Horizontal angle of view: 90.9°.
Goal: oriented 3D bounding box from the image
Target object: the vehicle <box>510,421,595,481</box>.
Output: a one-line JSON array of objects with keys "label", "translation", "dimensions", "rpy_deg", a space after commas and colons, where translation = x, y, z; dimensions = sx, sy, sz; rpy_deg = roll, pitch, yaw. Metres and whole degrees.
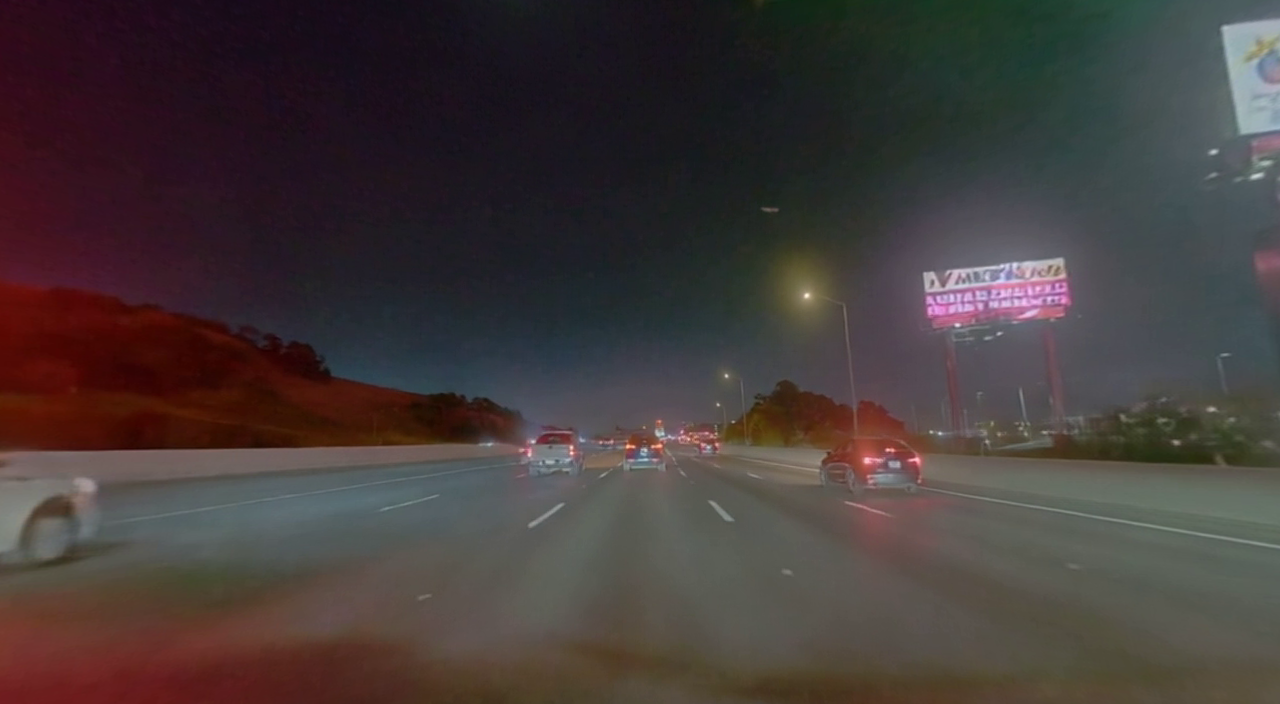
[{"label": "vehicle", "translation": [-3.148, 3.762, 24.107], "dimensions": [2.316, 1.999, 5.765], "rpy_deg": [0, -8, 1]}]

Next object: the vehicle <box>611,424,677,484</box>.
[{"label": "vehicle", "translation": [0.181, 3.445, 21.507], "dimensions": [2.052, 1.808, 3.898], "rpy_deg": [-1, -8, 2]}]

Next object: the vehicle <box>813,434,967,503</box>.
[{"label": "vehicle", "translation": [5.936, 2.805, 15.637], "dimensions": [1.998, 1.456, 4.338], "rpy_deg": [0, -8, 0]}]

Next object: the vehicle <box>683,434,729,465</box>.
[{"label": "vehicle", "translation": [3.884, 5.854, 37.970], "dimensions": [2.067, 1.775, 4.372], "rpy_deg": [0, -8, -3]}]

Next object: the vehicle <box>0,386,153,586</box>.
[{"label": "vehicle", "translation": [-6.893, 1.143, 5.171], "dimensions": [2.036, 1.813, 4.564], "rpy_deg": [-1, -8, 2]}]
